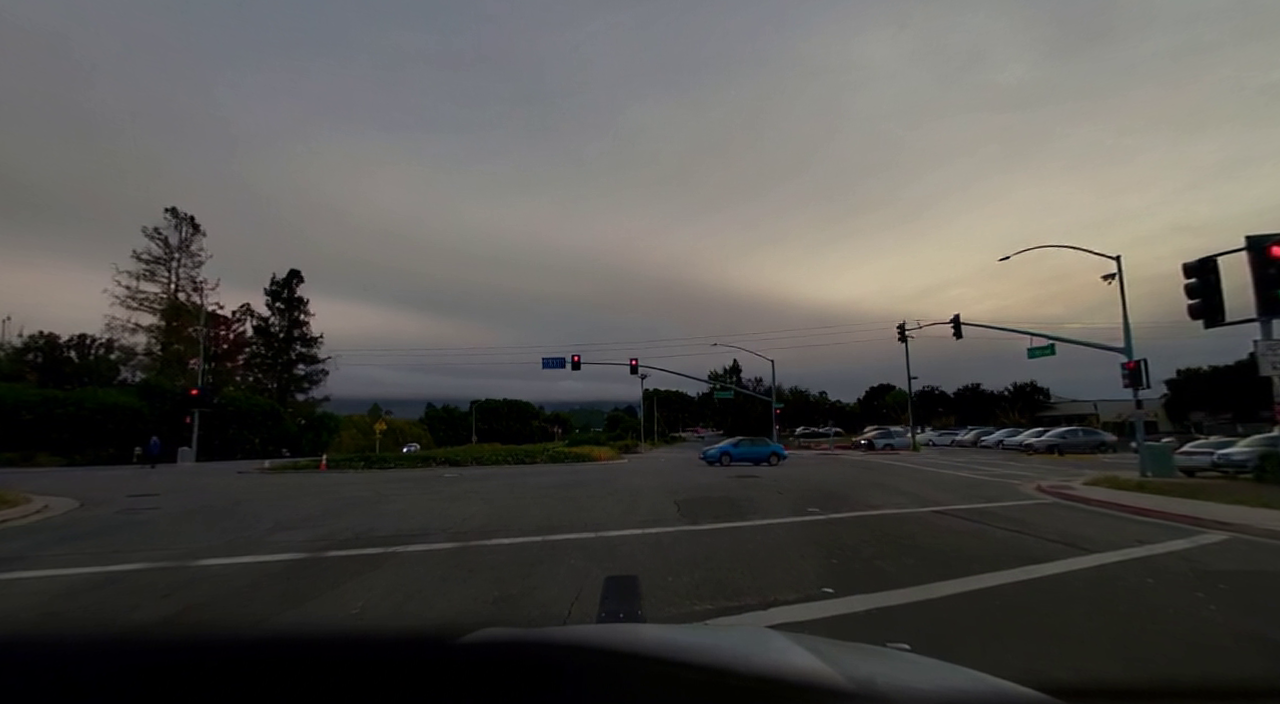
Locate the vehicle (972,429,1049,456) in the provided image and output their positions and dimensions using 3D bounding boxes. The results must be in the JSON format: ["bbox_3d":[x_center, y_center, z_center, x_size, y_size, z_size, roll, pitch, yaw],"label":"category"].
[{"bbox_3d":[26.883,6.571,45.826,5.032,1.828,2.183,4,-9,-24],"label":"vehicle"}]

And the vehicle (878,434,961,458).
[{"bbox_3d":[18.662,6.266,42.176,5.234,1.549,1.982,4,-9,-24],"label":"vehicle"}]

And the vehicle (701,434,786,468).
[{"bbox_3d":[5.051,4.793,30.696,3.896,1.500,1.740,6,-10,-33],"label":"vehicle"}]
